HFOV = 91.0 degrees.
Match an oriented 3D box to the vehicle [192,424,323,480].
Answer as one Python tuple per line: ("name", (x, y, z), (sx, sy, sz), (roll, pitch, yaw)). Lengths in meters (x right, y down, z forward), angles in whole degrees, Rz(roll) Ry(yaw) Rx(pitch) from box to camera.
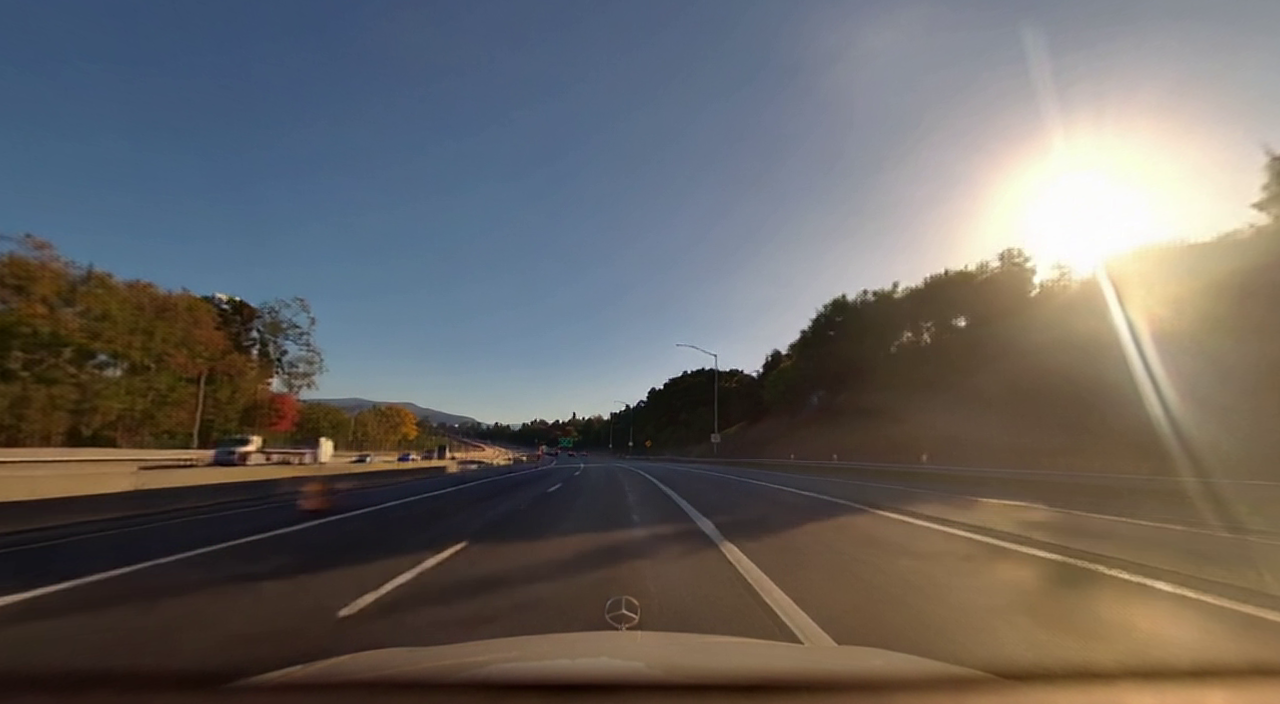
("vehicle", (-18.264, 4.928, 30.643), (2.450, 2.180, 6.404), (6, -11, -2))
